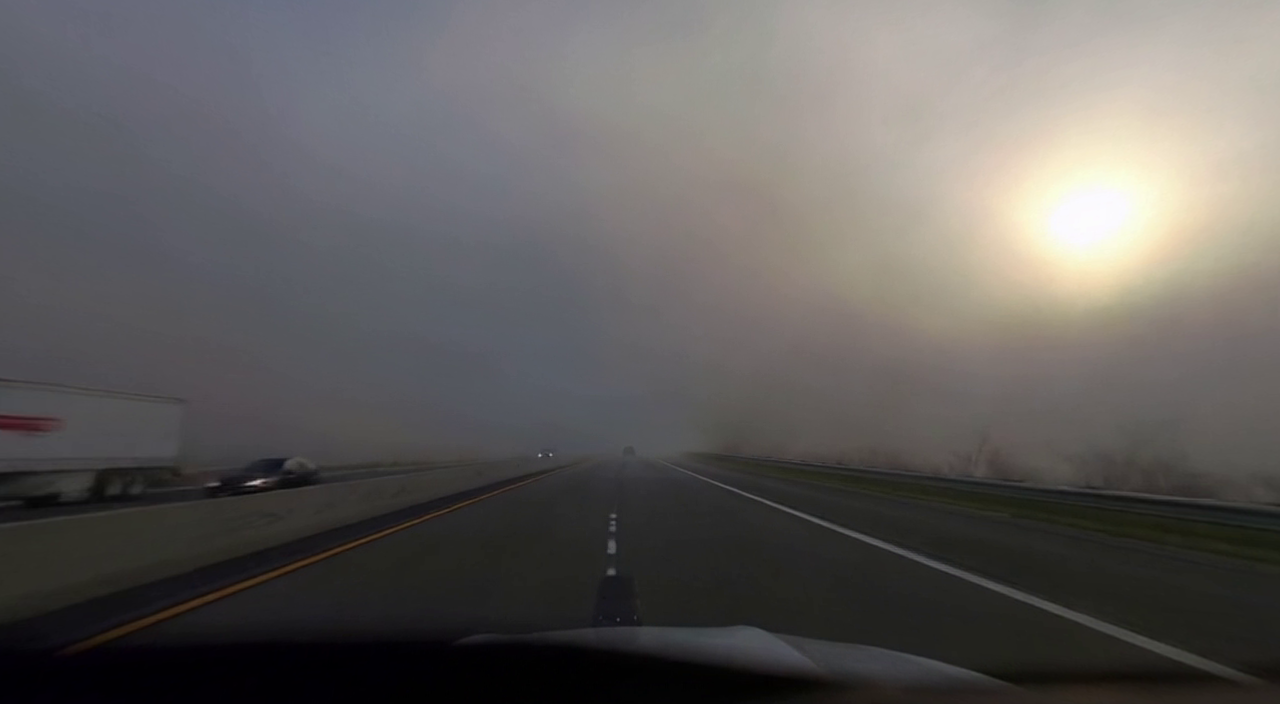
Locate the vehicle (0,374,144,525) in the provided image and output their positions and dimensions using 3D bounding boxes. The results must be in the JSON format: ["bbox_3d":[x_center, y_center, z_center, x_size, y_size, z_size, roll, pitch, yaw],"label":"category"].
[{"bbox_3d":[-15.448,2.209,14.113,2.732,3.283,7.013,0,-9,-1],"label":"vehicle"}]

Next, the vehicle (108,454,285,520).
[{"bbox_3d":[-11.833,3.583,17.154,1.900,1.506,4.067,0,-9,-1],"label":"vehicle"}]
